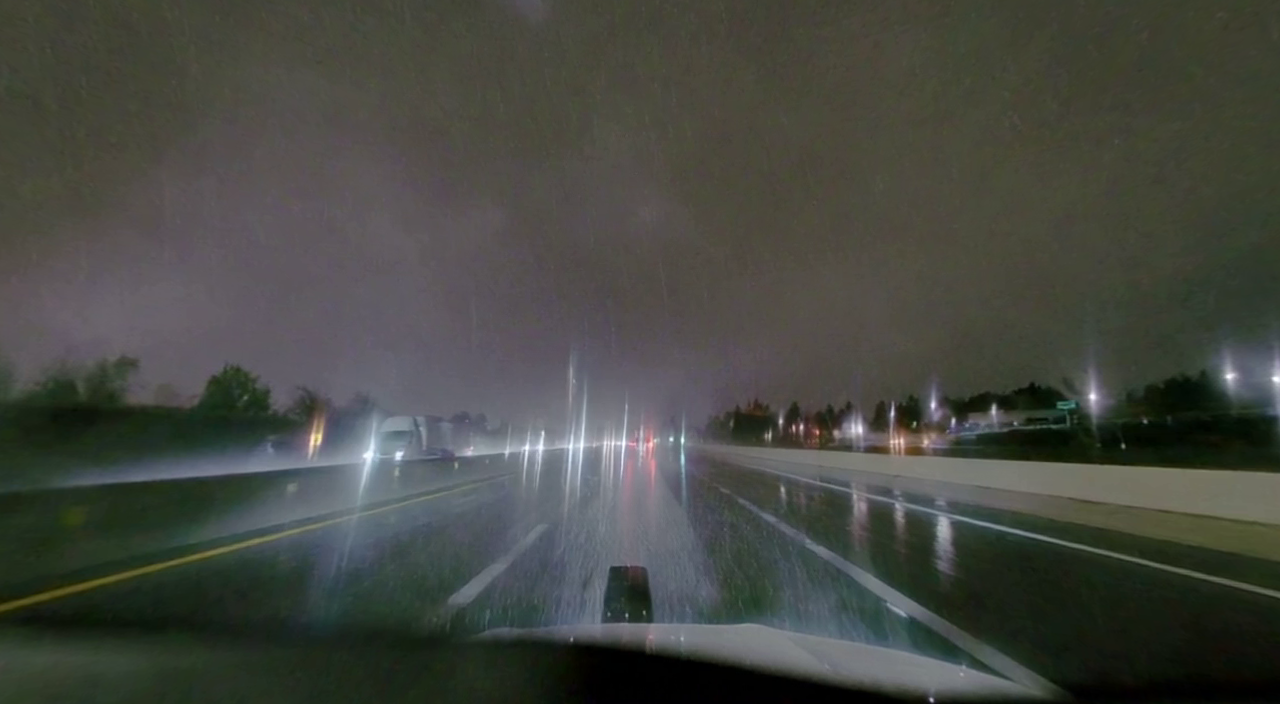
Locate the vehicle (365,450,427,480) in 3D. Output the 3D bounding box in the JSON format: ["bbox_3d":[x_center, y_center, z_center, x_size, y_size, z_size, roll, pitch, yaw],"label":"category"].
[{"bbox_3d":[-13.766,6.377,35.719,1.823,1.494,4.125,0,-8,1],"label":"vehicle"}]
